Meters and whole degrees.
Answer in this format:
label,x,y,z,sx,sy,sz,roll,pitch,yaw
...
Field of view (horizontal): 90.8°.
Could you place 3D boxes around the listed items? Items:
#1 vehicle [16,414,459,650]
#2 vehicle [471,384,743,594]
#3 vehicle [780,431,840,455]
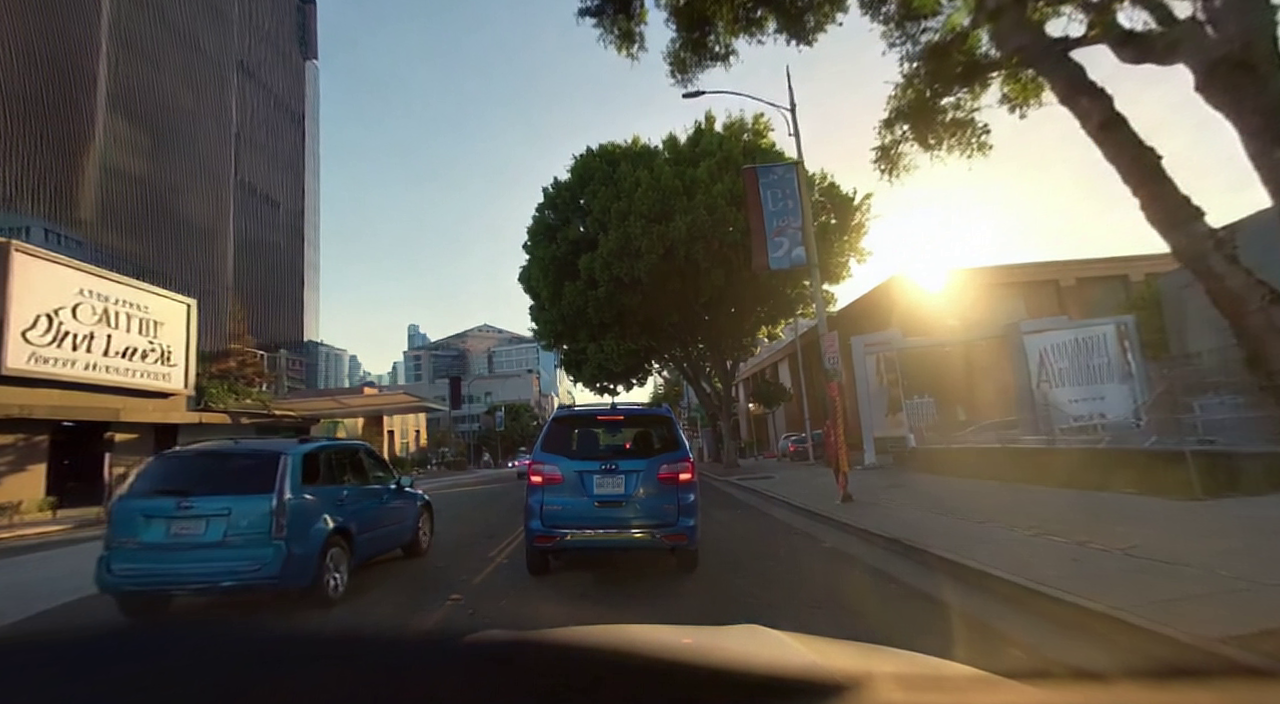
label,x,y,z,sx,sy,sz,roll,pitch,yaw
vehicle,-3.552,1.623,6.855,1.971,1.658,4.428,0,-8,-2
vehicle,-0.388,1.595,8.199,2.531,1.930,4.382,0,-8,-2
vehicle,10.544,5.616,39.007,1.877,1.416,3.965,-8,-11,42
